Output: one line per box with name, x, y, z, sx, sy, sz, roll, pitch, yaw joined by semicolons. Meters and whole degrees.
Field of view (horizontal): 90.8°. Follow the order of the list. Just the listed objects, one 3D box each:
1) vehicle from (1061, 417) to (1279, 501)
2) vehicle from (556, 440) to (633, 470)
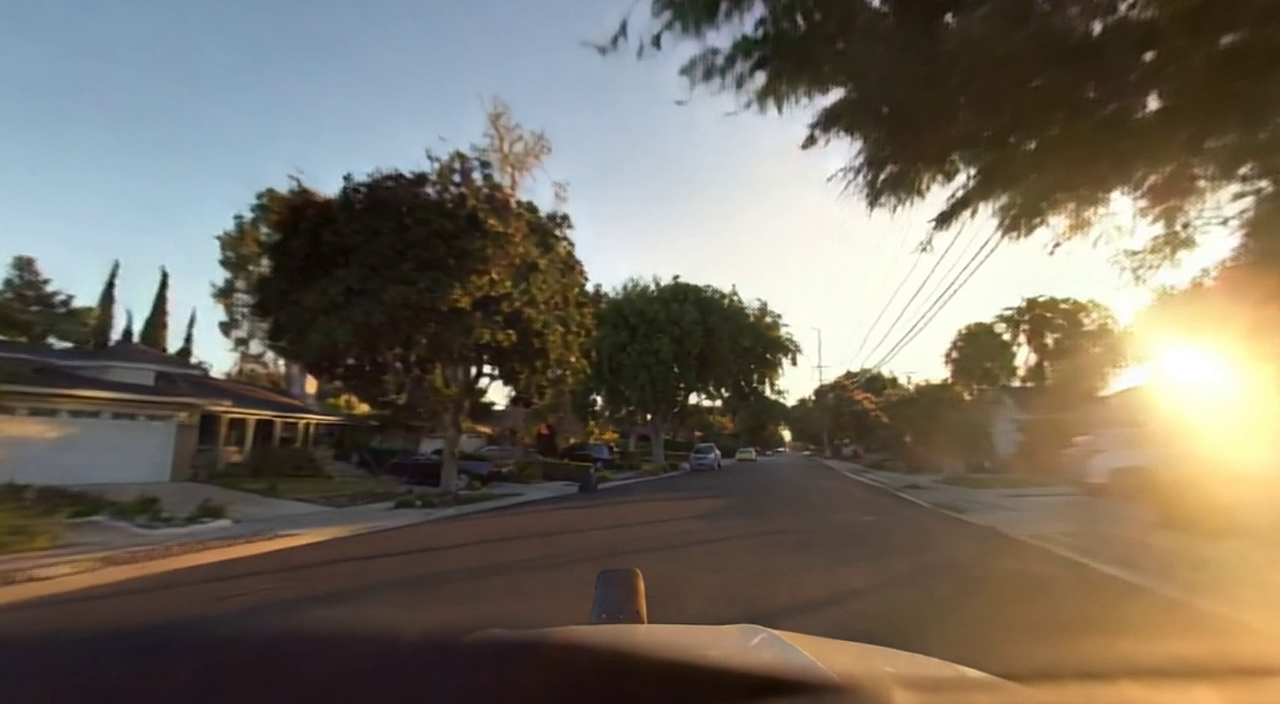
vehicle;14.158;2.603;15.615;5.693;1.886;2.235;-2;-9;14
vehicle;-3.192;7.301;45.002;5.033;1.997;2.126;-2;-8;12
